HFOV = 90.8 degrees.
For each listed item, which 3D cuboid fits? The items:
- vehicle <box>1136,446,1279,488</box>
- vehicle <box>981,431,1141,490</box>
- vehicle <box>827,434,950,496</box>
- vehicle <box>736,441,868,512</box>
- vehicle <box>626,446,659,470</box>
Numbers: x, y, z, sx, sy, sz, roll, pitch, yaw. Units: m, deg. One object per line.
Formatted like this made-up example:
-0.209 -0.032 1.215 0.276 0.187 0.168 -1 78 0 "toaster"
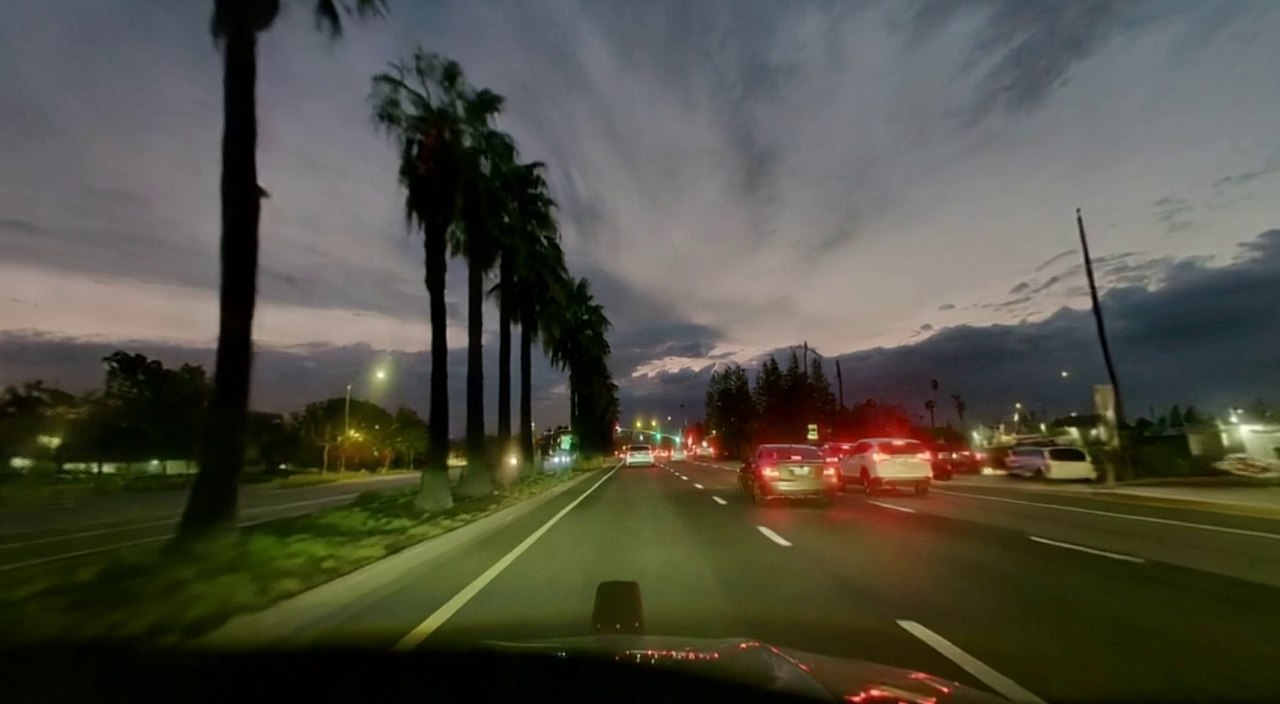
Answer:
21.684 4.314 24.132 1.854 1.411 4.490 0 -9 0 "vehicle"
15.185 3.935 23.267 2.267 1.881 5.087 0 -9 -1 "vehicle"
7.355 3.369 19.241 1.916 1.646 4.258 0 -9 -1 "vehicle"
3.694 2.911 15.325 1.875 1.452 4.453 0 -9 -2 "vehicle"
0.140 6.872 41.268 2.031 1.444 4.361 0 -8 -1 "vehicle"
